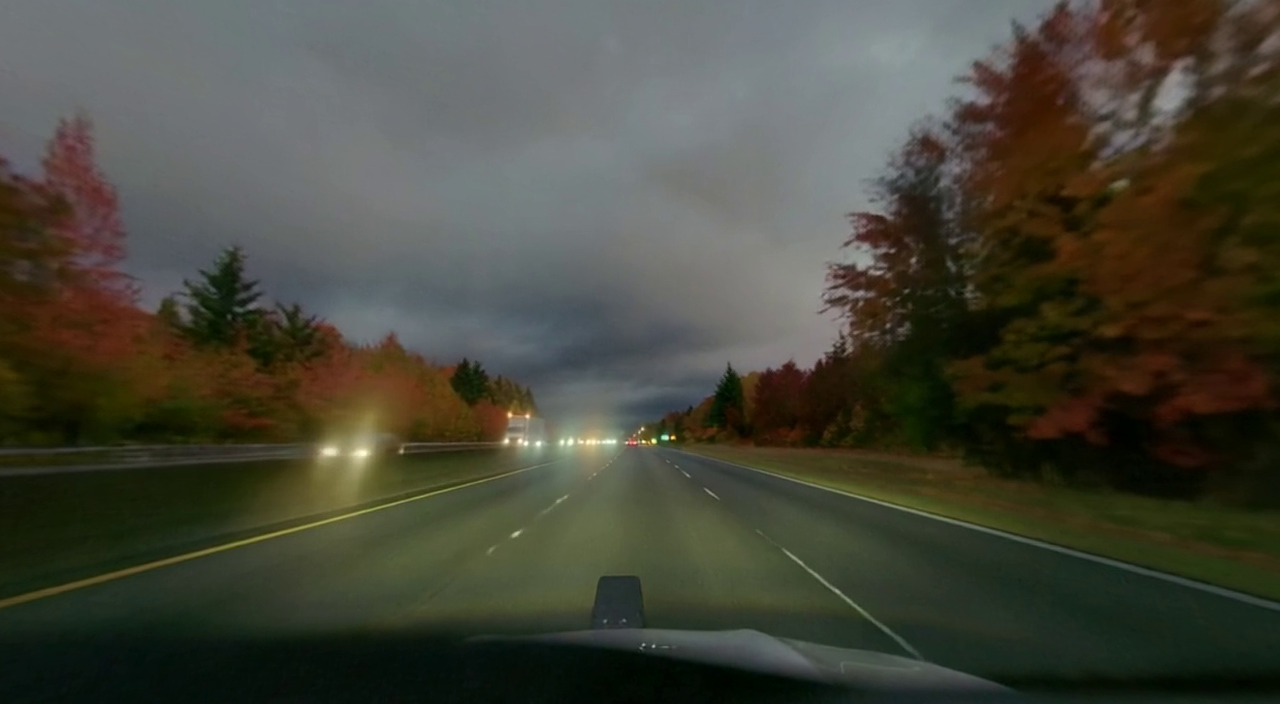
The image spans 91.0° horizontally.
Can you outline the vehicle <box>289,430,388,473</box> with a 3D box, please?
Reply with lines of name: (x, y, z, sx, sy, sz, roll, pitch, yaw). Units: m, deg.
vehicle: (-11.628, 3.844, 24.566, 1.882, 1.521, 3.932, 0, -8, 0)
